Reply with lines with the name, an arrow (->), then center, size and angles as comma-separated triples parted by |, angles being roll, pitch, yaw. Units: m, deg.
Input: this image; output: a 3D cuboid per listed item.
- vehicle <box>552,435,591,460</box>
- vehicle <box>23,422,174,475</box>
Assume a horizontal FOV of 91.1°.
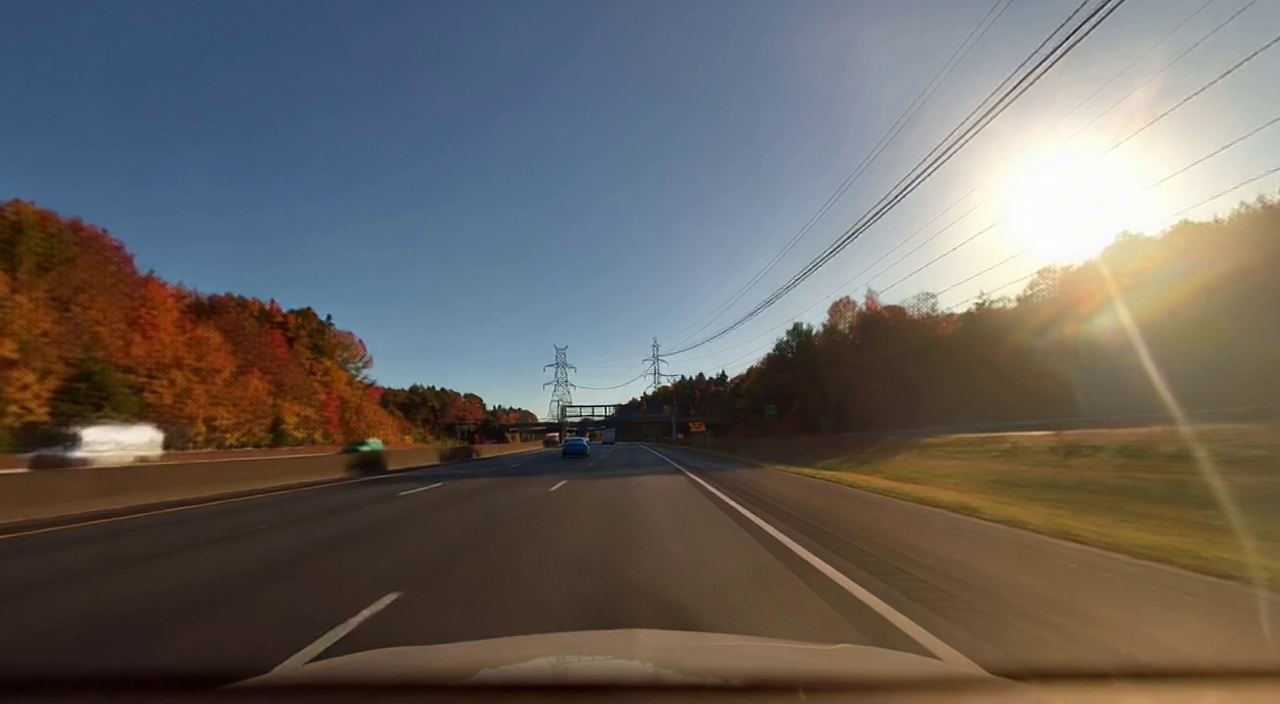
vehicle -> -4.180, 5.877, 38.960 | 2.025, 1.475, 4.379 | 0, -8, -2
vehicle -> -24.686, 4.403, 29.047 | 2.195, 2.215, 5.366 | 0, -8, -1
